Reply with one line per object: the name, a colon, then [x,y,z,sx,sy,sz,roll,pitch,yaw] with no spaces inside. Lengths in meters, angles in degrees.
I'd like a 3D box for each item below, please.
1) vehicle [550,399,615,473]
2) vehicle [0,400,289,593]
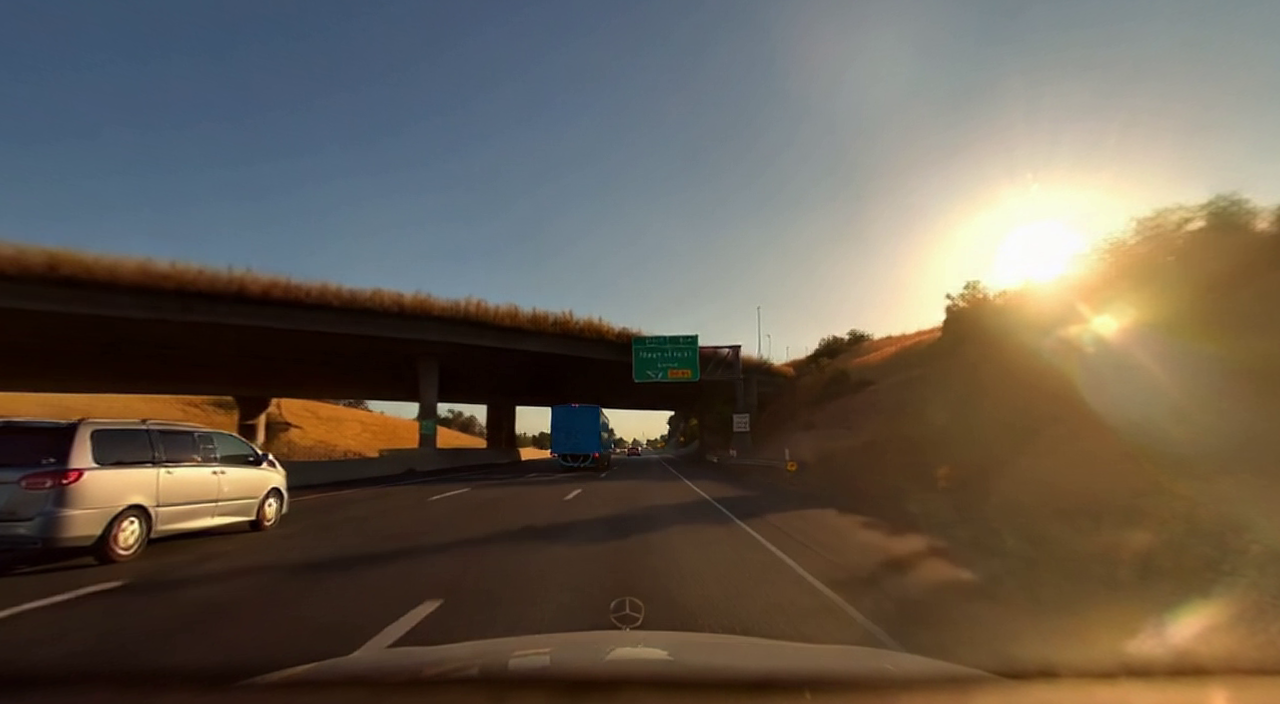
vehicle: [-3.474,5.745,42.664,2.893,4.073,15.281,0,-8,0]
vehicle: [-7.327,1.746,8.483,2.175,1.860,5.236,0,-8,0]
